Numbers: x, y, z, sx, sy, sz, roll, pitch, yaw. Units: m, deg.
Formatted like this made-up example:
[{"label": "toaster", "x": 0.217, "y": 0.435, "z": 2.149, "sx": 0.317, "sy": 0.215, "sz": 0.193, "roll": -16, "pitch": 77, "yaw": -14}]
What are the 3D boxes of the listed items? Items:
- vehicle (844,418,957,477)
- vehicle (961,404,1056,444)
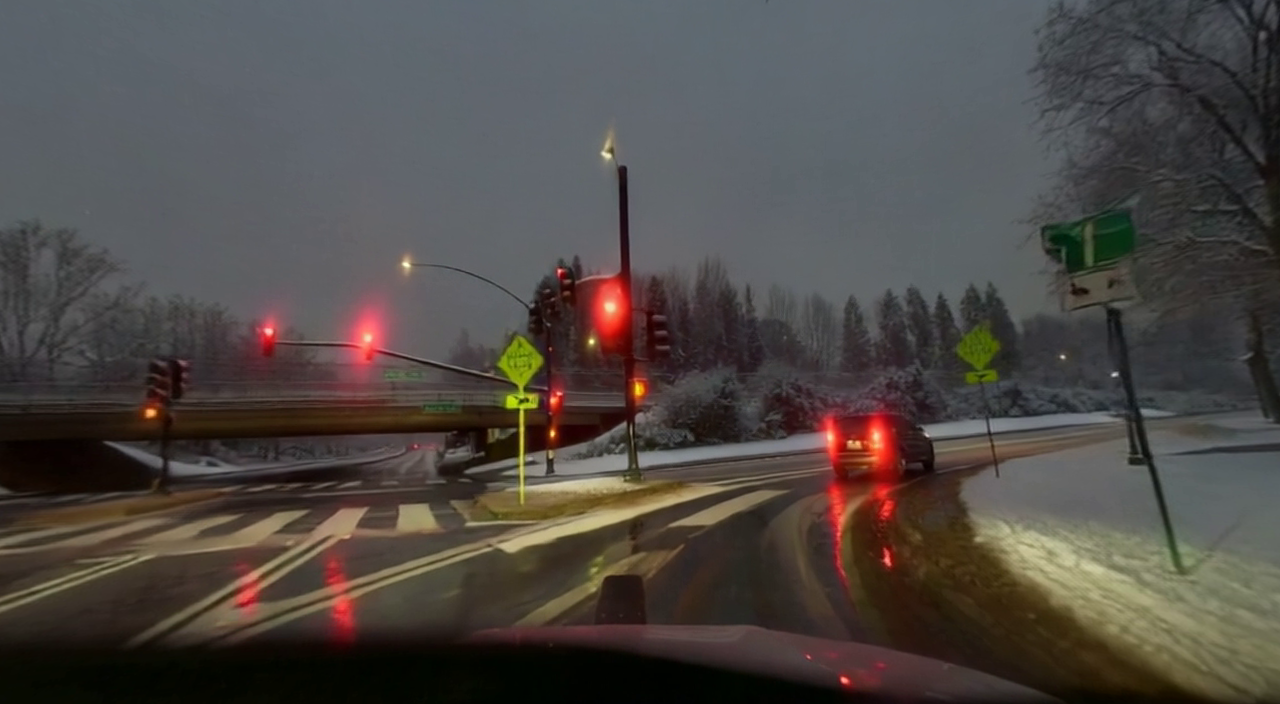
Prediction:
[{"label": "vehicle", "x": 8.144, "y": 2.955, "z": 19.584, "sx": 1.908, "sy": 1.622, "sz": 4.166, "roll": -7, "pitch": -11, "yaw": 41}, {"label": "vehicle", "x": 19.522, "y": 3.891, "z": 33.417, "sx": 5.144, "sy": 1.954, "sz": 2.122, "roll": 5, "pitch": -10, "yaw": -33}]
